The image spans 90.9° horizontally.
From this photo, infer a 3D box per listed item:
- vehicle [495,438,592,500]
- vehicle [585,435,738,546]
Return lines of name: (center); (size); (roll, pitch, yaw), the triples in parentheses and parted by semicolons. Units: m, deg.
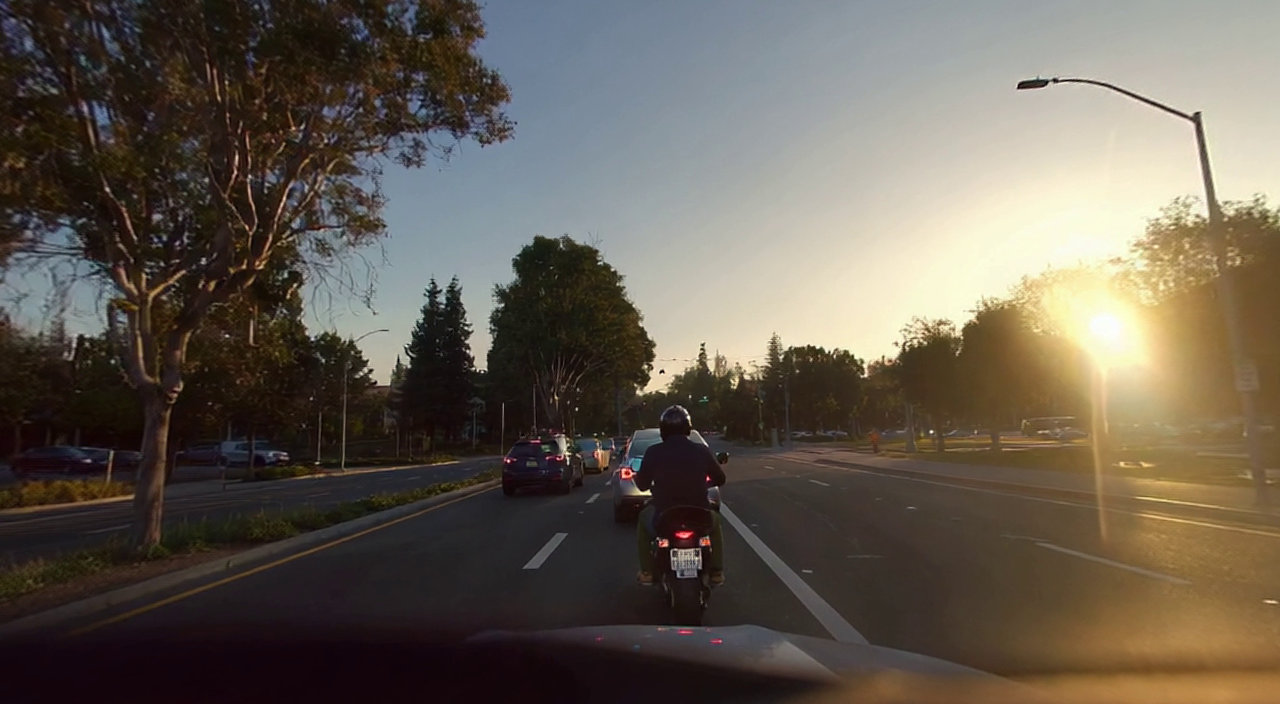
vehicle: (-2.550, 3.190, 17.659); (1.979, 1.499, 3.840); (-1, -8, 2)
vehicle: (0.327, 2.173, 10.703); (2.009, 1.450, 4.608); (-1, -8, 1)
